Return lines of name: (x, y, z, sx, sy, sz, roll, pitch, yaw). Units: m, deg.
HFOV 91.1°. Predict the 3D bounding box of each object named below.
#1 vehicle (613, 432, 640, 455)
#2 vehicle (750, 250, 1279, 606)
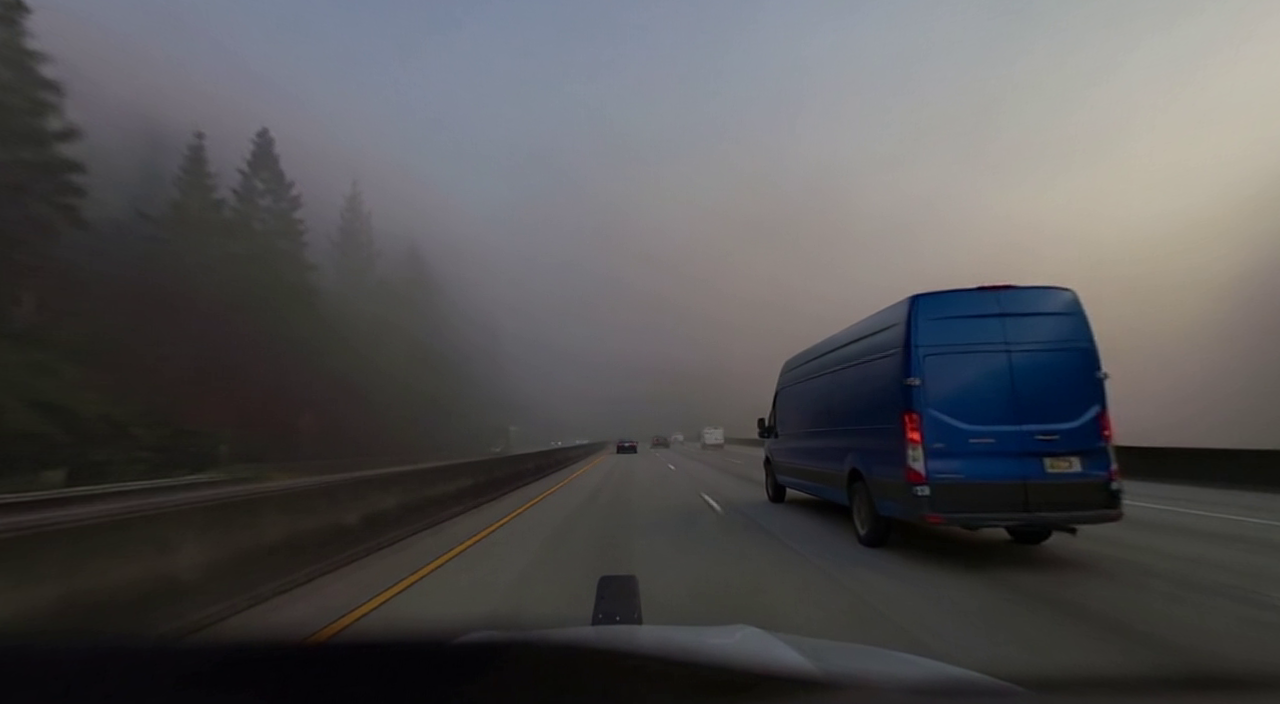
vehicle: (-0.964, 6.546, 45.035, 1.900, 1.524, 4.324, 0, -8, -1)
vehicle: (3.359, 0.985, 8.217, 2.416, 2.595, 7.243, 0, -8, -1)
